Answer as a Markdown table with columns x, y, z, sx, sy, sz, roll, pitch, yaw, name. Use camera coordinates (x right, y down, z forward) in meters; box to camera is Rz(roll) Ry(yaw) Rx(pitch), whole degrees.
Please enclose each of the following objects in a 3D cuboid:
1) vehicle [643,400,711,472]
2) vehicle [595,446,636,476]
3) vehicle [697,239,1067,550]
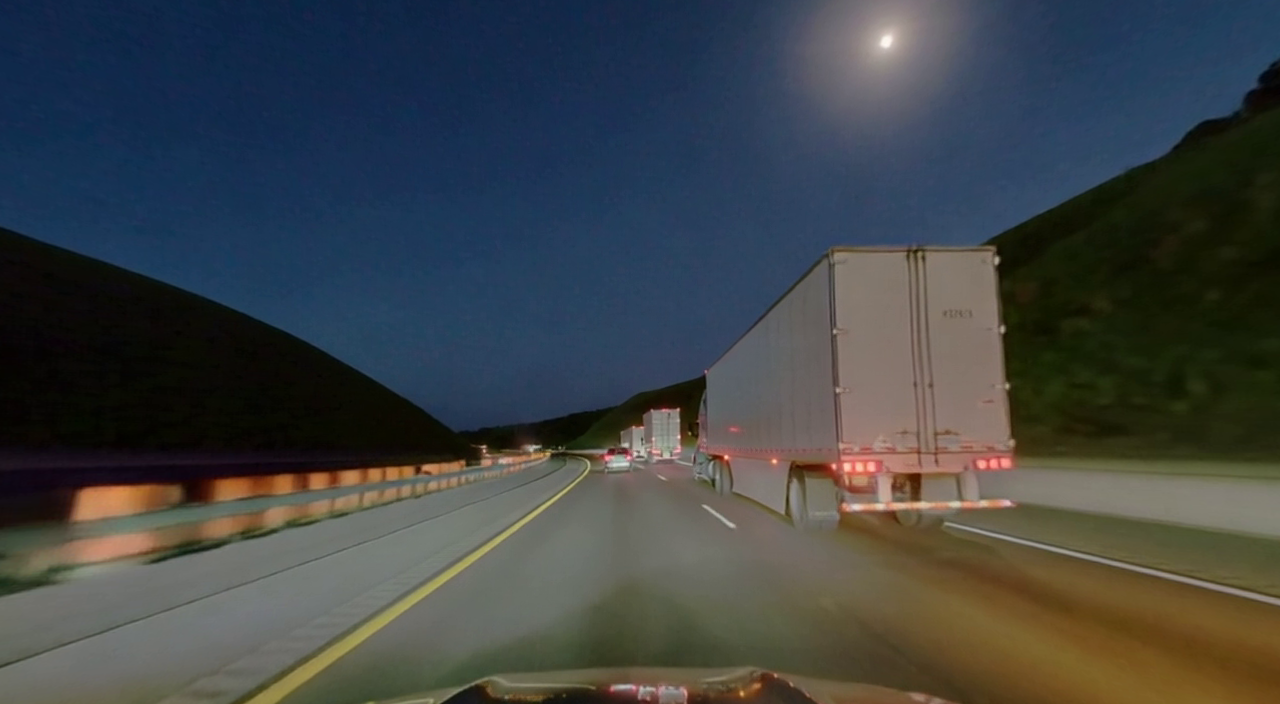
| x | y | z | sx | sy | sz | roll | pitch | yaw | name |
| --- | --- | --- | --- | --- | --- | --- | --- | --- | --- |
| 2.110 | 5.872 | 42.885 | 2.826 | 4.050 | 13.845 | 1 | -9 | -4 | vehicle |
| -1.287 | 5.610 | 32.544 | 2.029 | 1.437 | 3.794 | 0 | -9 | -3 | vehicle |
| 3.780 | 1.617 | 15.571 | 2.911 | 4.099 | 14.578 | 0 | -9 | -2 | vehicle |
